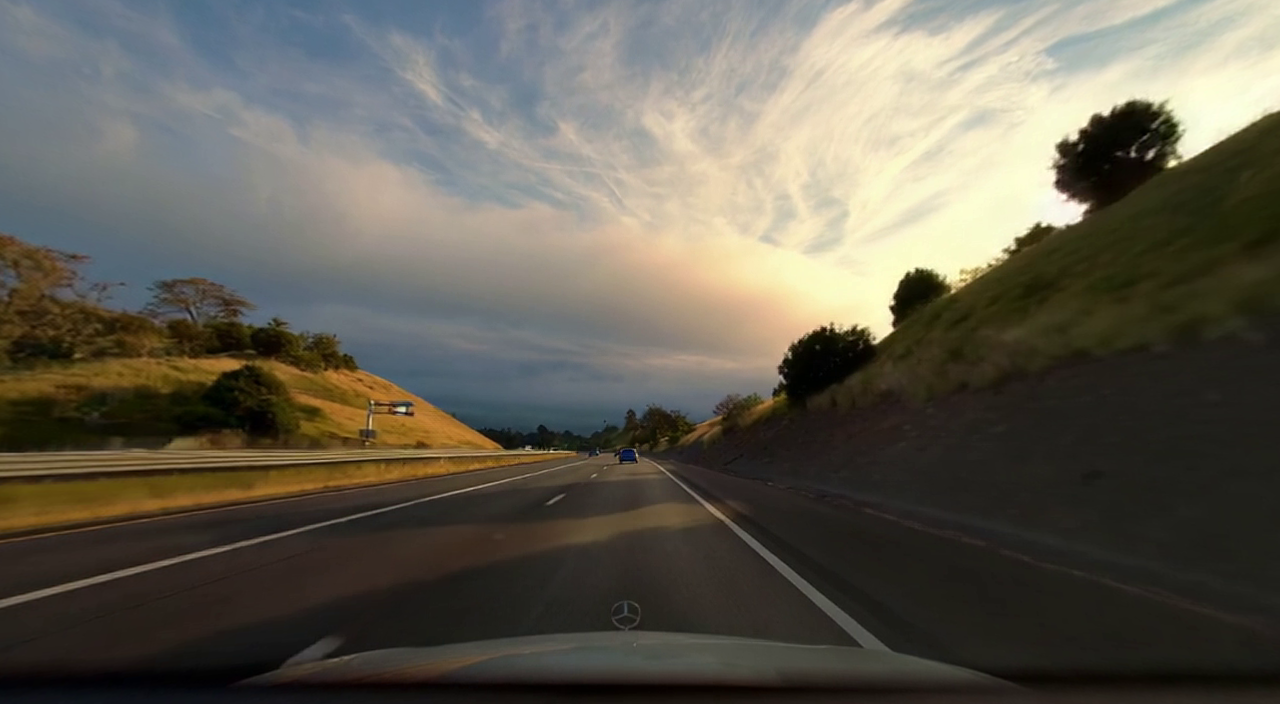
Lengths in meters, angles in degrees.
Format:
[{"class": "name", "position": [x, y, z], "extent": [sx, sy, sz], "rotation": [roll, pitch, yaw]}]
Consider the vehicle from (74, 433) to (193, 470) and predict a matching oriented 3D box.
[{"class": "vehicle", "position": [-23.007, 4.544, 28.915], "extent": [1.686, 1.520, 4.557], "rotation": [0, -9, 0]}]
